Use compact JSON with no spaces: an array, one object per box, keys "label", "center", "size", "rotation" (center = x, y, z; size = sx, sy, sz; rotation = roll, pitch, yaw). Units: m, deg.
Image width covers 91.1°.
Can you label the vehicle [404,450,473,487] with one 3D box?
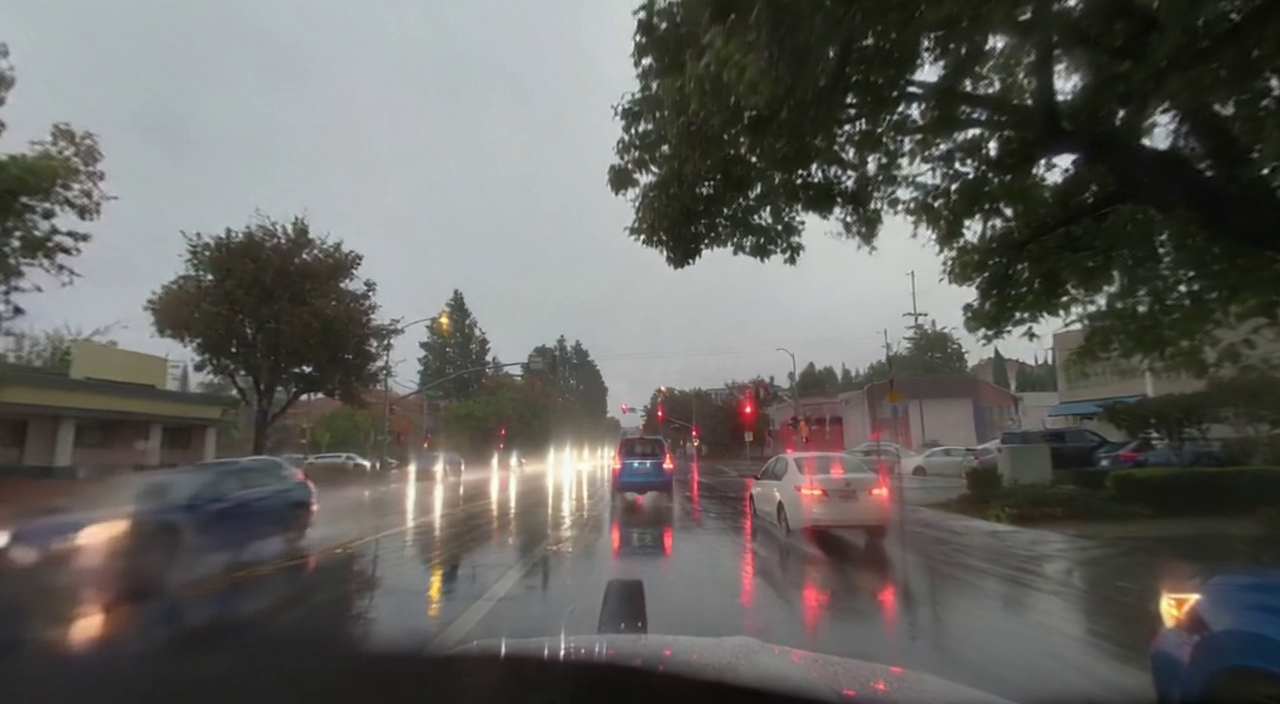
[{"label":"vehicle","center":[-10.587,6.106,33.380],"size":[2.161,1.764,4.725],"rotation":[0,-9,-1]}]

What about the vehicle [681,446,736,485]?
[{"label":"vehicle","center":[3.267,5.481,30.698],"size":[2.138,1.729,4.178],"rotation":[0,-9,-1]}]

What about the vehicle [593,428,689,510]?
[{"label":"vehicle","center":[-0.004,3.134,17.248],"size":[2.296,1.947,4.168],"rotation":[0,-9,-1]}]

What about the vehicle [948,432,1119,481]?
[{"label":"vehicle","center":[13.651,3.631,21.986],"size":[4.648,1.583,2.018],"rotation":[0,-9,-2]}]

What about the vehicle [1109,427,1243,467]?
[{"label":"vehicle","center":[26.693,4.731,31.377],"size":[4.704,1.919,2.130],"rotation":[0,-9,-2]}]

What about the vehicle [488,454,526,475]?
[{"label":"vehicle","center":[-10.280,8.707,48.814],"size":[1.962,1.458,4.505],"rotation":[0,-9,0]}]

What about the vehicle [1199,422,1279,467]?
[{"label":"vehicle","center":[26.336,3.840,26.034],"size":[4.288,1.776,1.928],"rotation":[0,-9,1]}]

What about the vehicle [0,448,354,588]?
[{"label":"vehicle","center":[-6.321,2.168,9.191],"size":[2.054,1.478,4.584],"rotation":[0,-9,0]}]

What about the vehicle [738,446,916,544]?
[{"label":"vehicle","center":[3.263,2.557,12.017],"size":[1.900,1.478,4.425],"rotation":[0,-9,-2]}]
